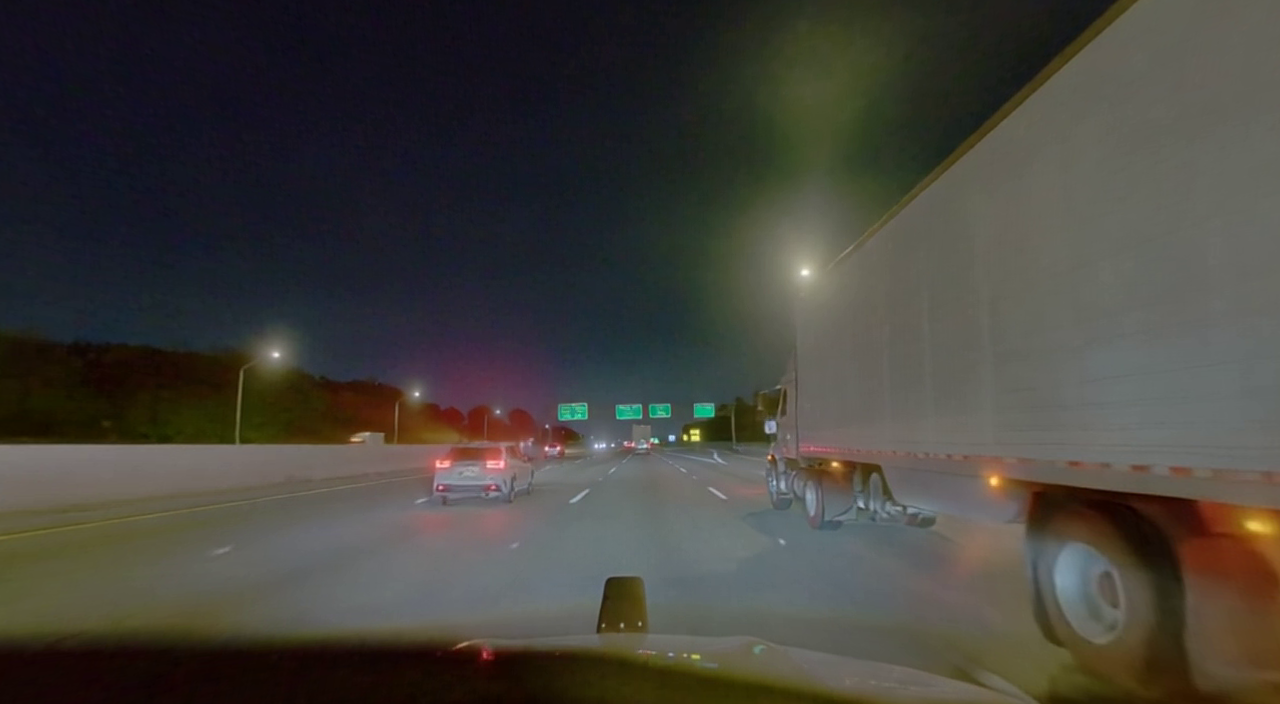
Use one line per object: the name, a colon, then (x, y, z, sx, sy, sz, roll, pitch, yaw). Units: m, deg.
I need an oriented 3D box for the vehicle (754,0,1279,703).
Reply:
vehicle: (3.754, 0.601, 6.670, 3.049, 3.395, 10.595, 0, -9, 0)

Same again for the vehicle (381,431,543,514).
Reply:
vehicle: (-3.697, 2.617, 14.211, 2.143, 1.529, 4.918, 0, -8, 1)
